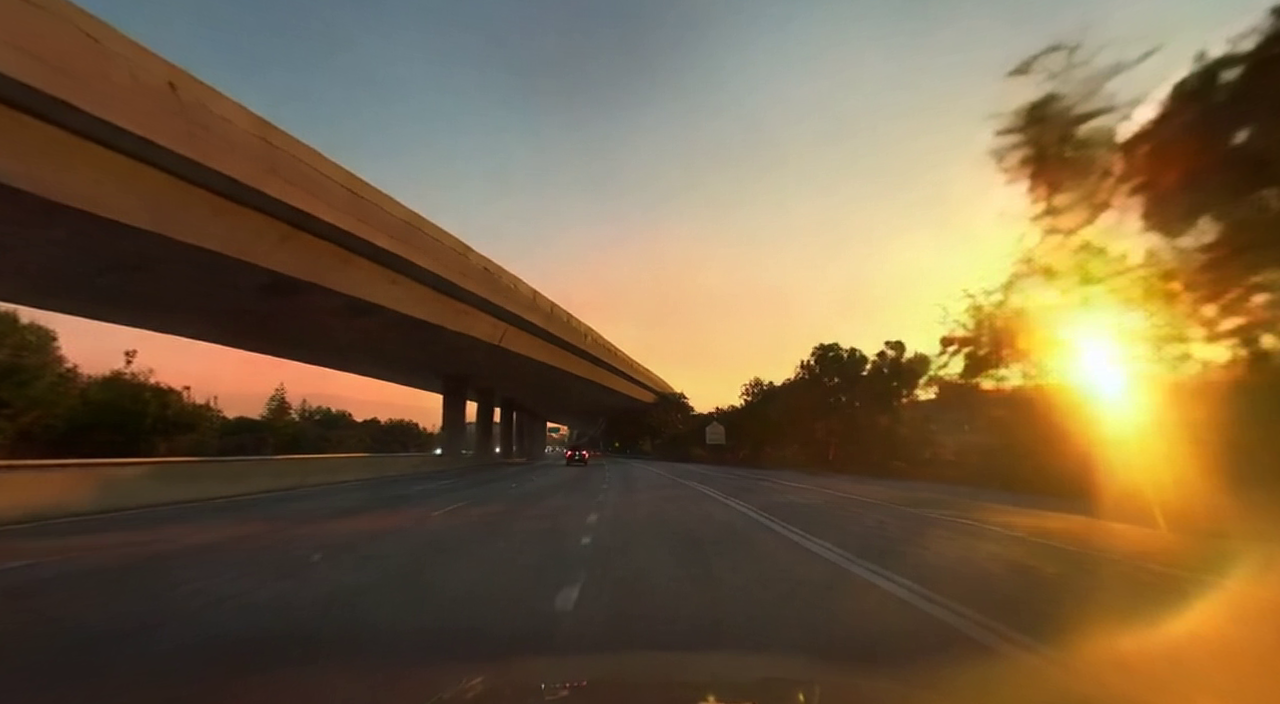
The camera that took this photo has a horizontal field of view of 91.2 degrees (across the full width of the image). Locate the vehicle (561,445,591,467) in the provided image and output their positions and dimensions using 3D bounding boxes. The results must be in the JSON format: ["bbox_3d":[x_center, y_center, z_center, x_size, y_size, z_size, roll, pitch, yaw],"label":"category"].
[{"bbox_3d":[-4.956,8.128,49.315,2.248,1.619,3.848,0,-8,-4],"label":"vehicle"}]
